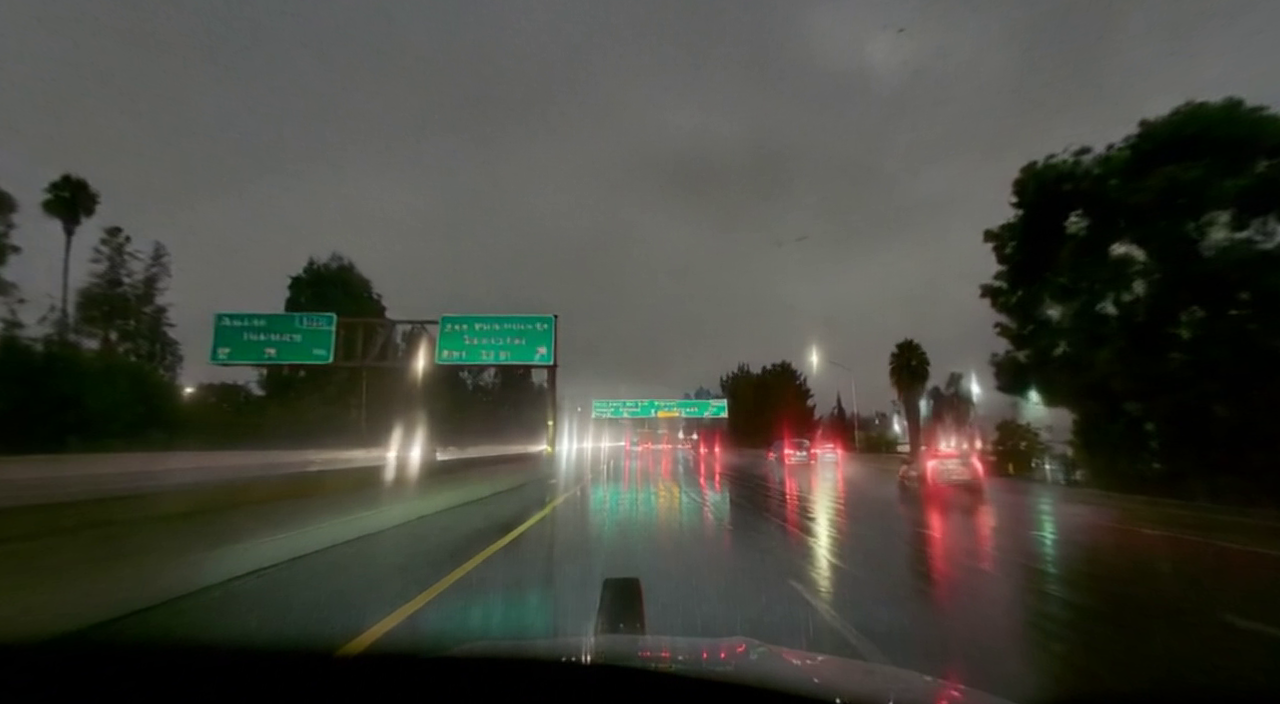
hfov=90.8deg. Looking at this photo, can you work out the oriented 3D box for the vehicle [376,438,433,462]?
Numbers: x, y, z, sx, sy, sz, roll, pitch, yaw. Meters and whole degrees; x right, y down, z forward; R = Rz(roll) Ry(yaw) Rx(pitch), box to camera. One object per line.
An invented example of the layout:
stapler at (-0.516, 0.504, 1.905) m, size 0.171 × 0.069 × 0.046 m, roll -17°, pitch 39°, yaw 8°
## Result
vehicle at (-15.731, 6.581, 42.471) m, size 1.968 × 1.501 × 4.695 m, roll 0°, pitch -9°, yaw 1°
